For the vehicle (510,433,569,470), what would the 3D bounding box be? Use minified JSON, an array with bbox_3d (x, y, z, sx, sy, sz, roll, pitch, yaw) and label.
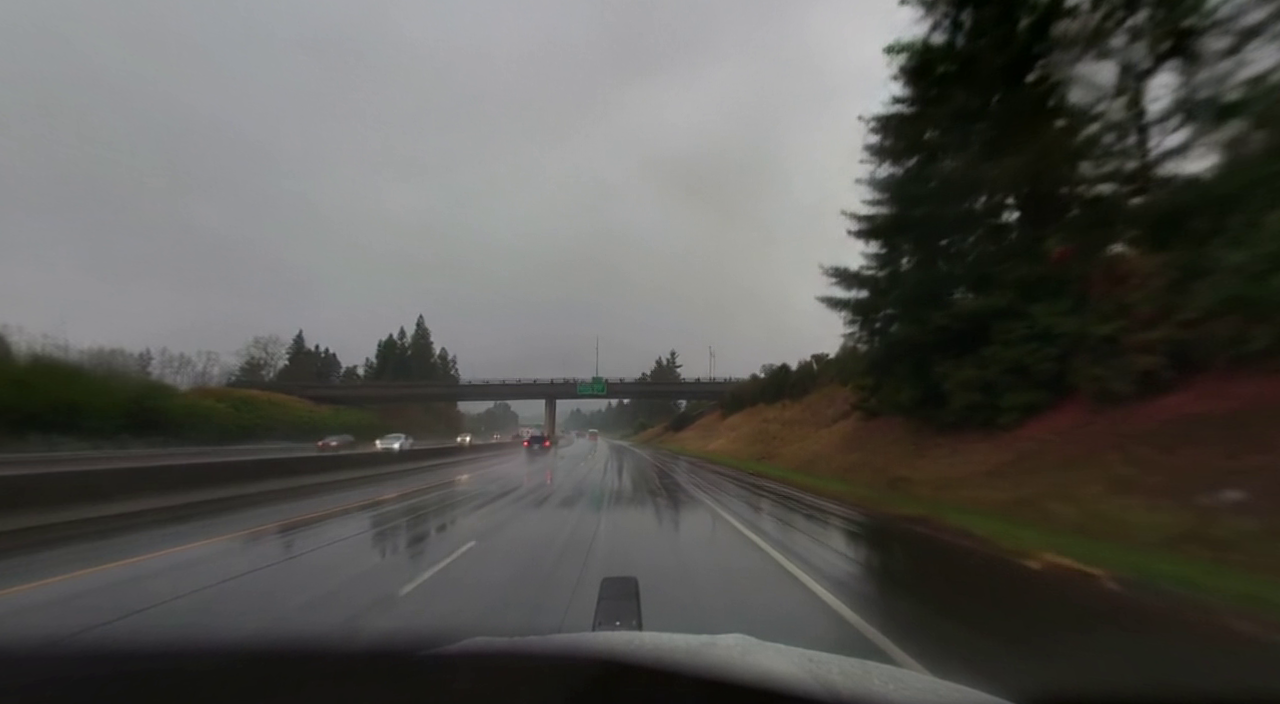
[{"bbox_3d":[-4.429,4.418,28.302,2.005,1.509,4.260,0,-8,-1],"label":"vehicle"}]
